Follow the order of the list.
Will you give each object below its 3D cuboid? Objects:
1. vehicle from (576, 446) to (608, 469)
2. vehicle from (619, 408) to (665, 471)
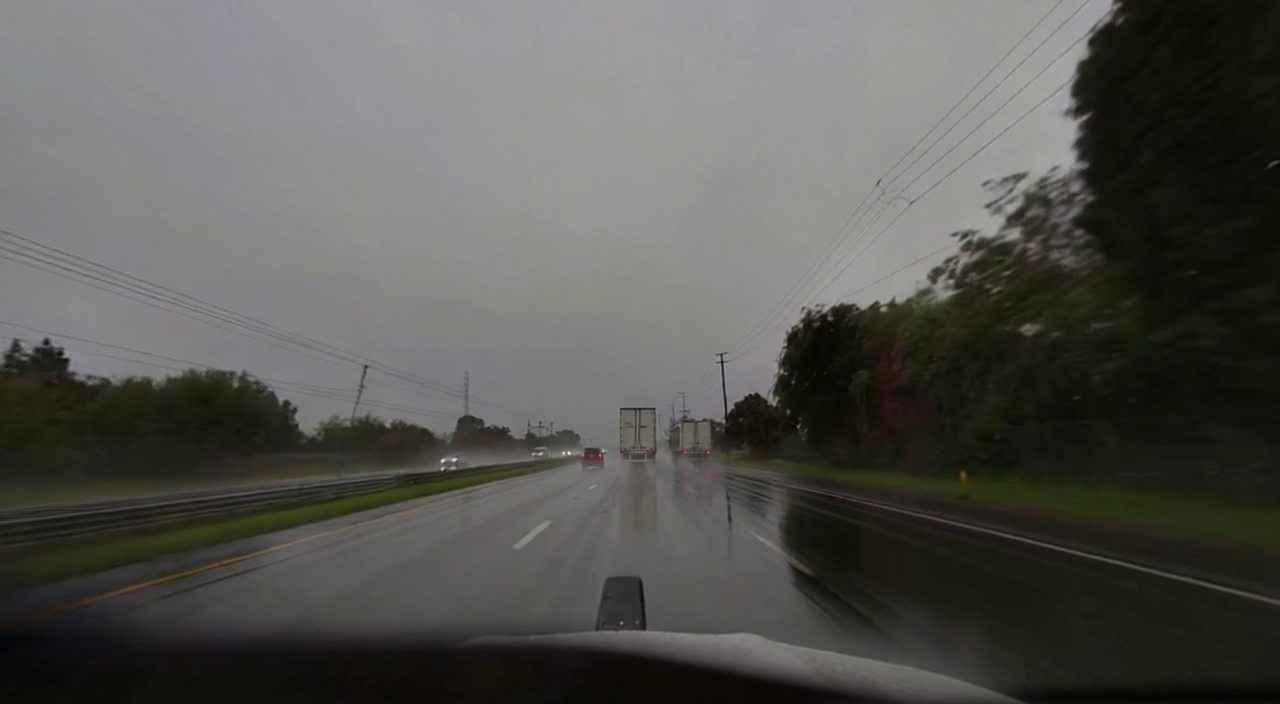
[{"bbox_3d":[-3.485,7.786,46.580,2.024,1.582,4.032,0,-9,0],"label":"vehicle"},{"bbox_3d":[0.035,6.733,47.767,2.997,4.076,13.224,0,-9,-1],"label":"vehicle"}]
